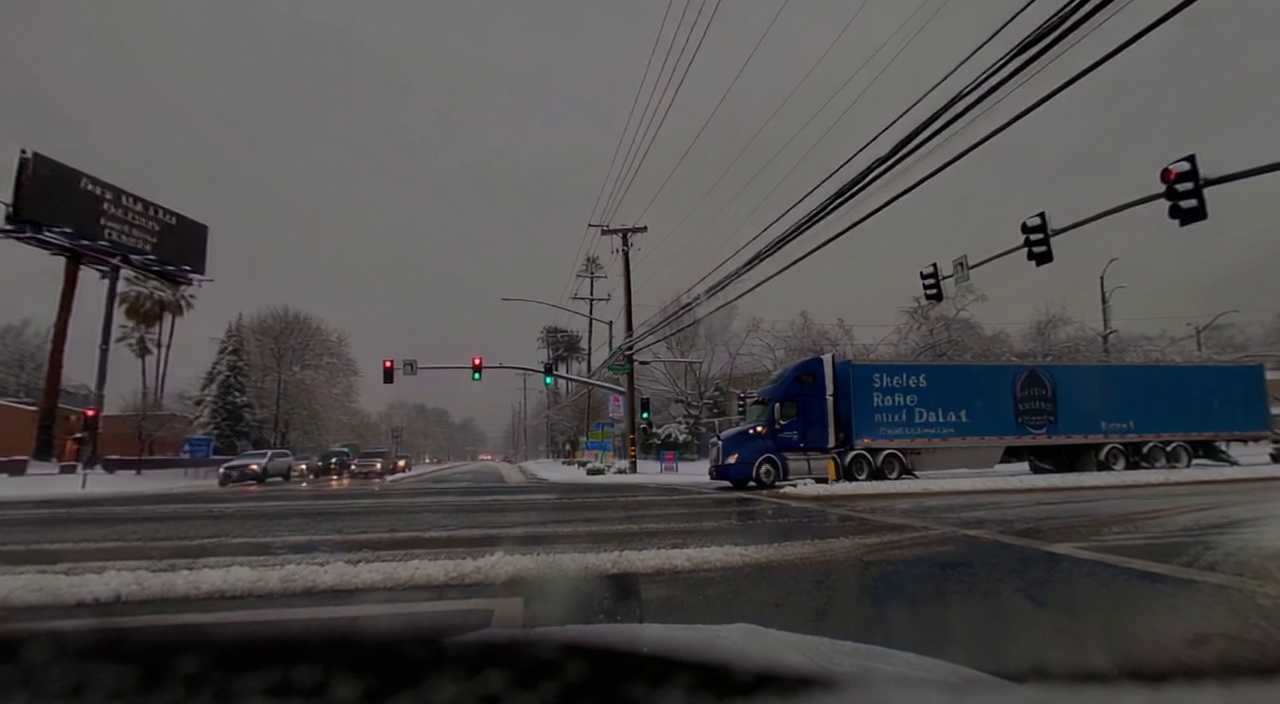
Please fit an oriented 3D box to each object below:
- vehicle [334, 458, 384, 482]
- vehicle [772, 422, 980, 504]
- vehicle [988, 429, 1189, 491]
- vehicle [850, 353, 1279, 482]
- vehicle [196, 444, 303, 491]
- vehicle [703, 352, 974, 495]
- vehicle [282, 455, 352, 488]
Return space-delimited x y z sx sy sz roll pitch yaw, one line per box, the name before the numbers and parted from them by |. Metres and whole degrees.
vehicle | -20.259 8.518 45.880 1.834 1.521 4.970 1 -9 -6
vehicle | 6.745 3.198 18.354 5.079 1.893 2.200 -2 -10 -12
vehicle | 13.715 3.301 19.481 4.958 1.510 1.949 -2 -10 -10
vehicle | 16.504 2.508 23.624 17.071 4.151 2.876 1 -9 -12
vehicle | -23.560 6.957 38.657 2.989 2.573 6.053 0 -9 -5
vehicle | 6.551 2.465 21.596 8.167 4.352 3.029 1 -9 -11
vehicle | -19.117 7.035 37.712 2.028 1.744 4.876 1 -9 -6
